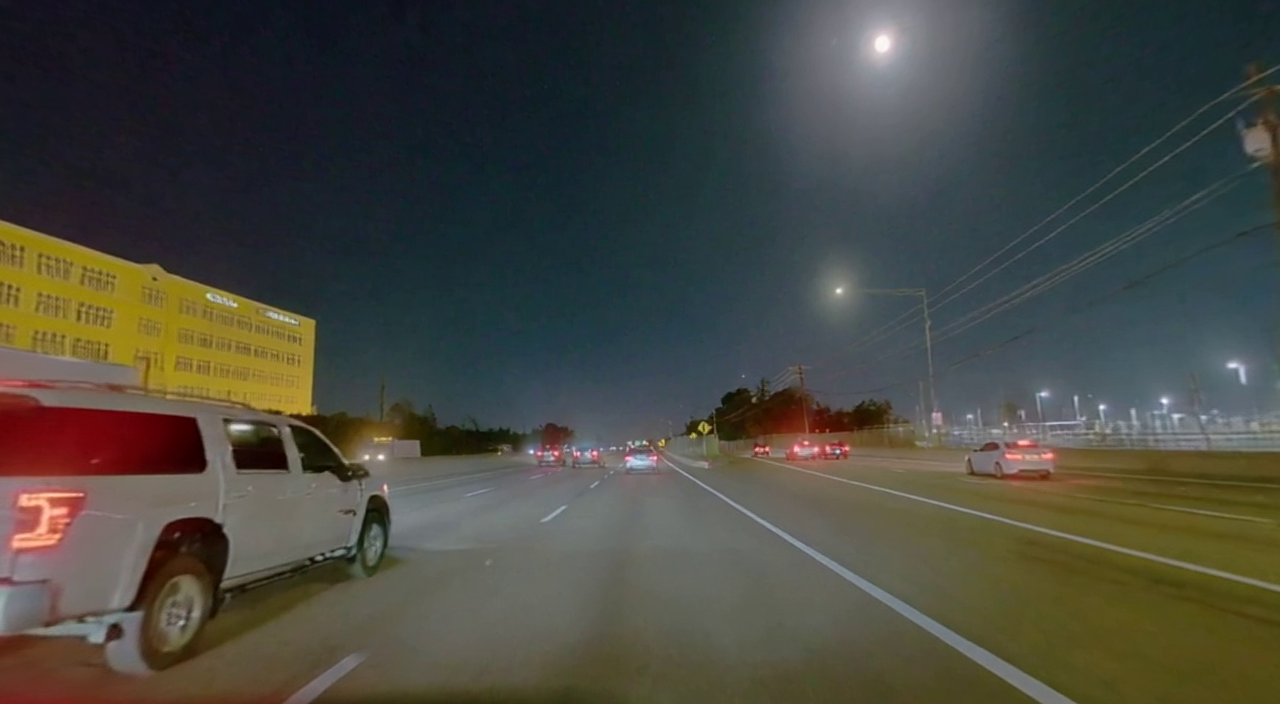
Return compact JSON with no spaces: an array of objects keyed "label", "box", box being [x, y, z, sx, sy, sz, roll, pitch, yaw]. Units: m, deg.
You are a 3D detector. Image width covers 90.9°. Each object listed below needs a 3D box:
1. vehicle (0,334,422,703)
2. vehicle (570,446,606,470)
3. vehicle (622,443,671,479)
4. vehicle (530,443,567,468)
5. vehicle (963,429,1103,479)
[{"label":"vehicle","box":[-3.886,1.218,5.243,2.250,1.872,5.038,0,-8,1]},{"label":"vehicle","box":[-3.505,7.207,43.256,2.059,1.508,4.662,0,-8,0]},{"label":"vehicle","box":[0.286,5.080,29.642,2.107,1.538,3.999,0,-8,0]},{"label":"vehicle","box":[-7.152,8.152,49.826,2.106,1.827,4.814,0,-8,1]},{"label":"vehicle","box":[12.985,3.416,21.264,1.966,1.484,4.610,-1,-8,3]}]
